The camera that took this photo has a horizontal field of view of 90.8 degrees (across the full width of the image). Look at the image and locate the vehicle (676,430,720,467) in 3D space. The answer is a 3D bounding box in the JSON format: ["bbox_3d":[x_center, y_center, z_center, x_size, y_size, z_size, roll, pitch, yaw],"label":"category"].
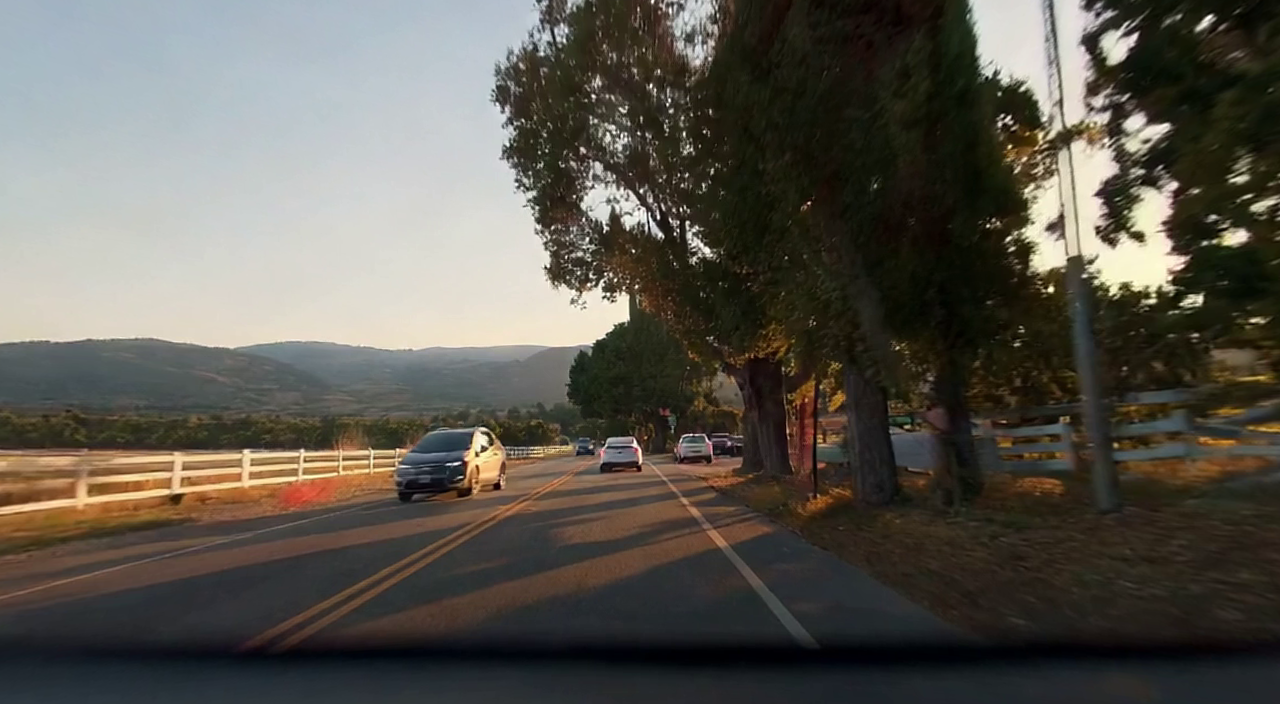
[{"bbox_3d":[3.411,5.601,36.736,2.348,1.969,5.269,-1,-9,6],"label":"vehicle"}]

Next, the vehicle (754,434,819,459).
[{"bbox_3d":[9.605,6.264,41.848,1.975,1.545,4.333,3,-9,-22],"label":"vehicle"}]

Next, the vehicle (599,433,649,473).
[{"bbox_3d":[-0.703,4.615,29.033,2.158,1.669,4.006,0,-9,0],"label":"vehicle"}]

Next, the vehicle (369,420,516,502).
[{"bbox_3d":[-5.235,3.005,17.785,2.307,1.907,5.571,0,-8,0],"label":"vehicle"}]
